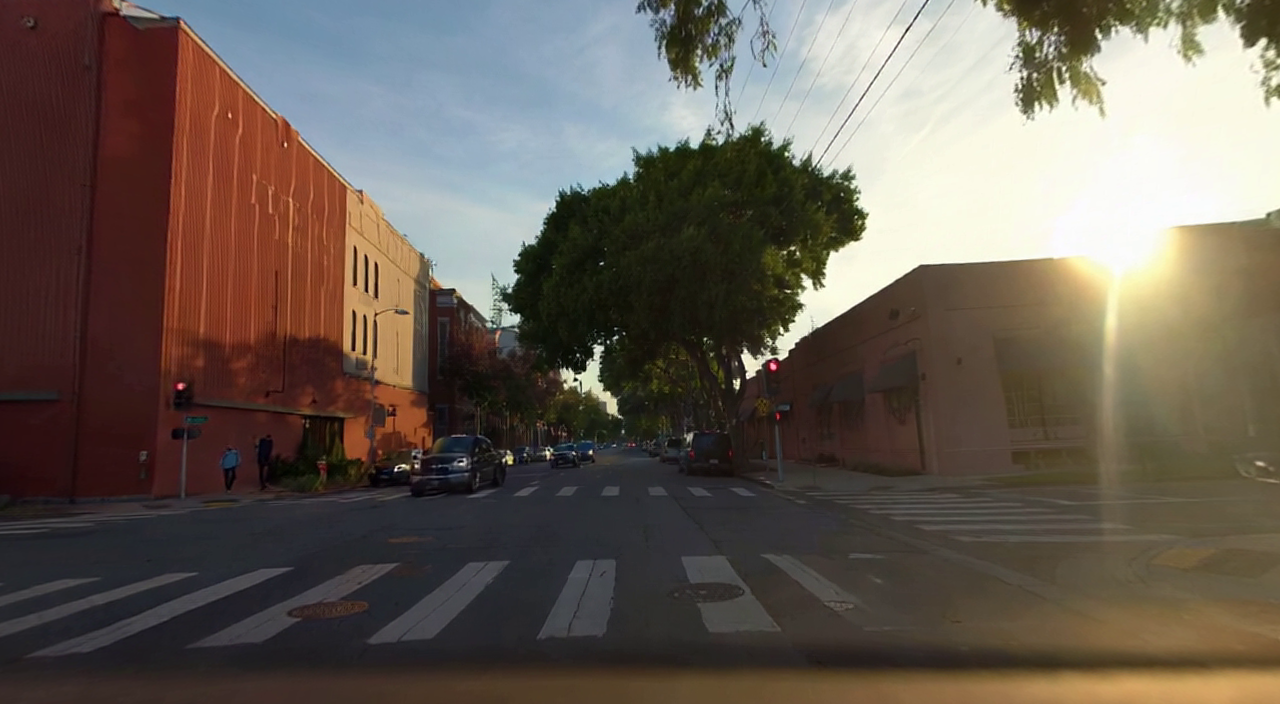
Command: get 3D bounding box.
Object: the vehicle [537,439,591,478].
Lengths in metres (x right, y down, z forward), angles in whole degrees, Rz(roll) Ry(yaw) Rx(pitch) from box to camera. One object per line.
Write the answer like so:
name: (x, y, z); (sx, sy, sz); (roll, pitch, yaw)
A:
vehicle: (-3.280, 4.688, 27.981); (2.033, 1.596, 4.142); (0, -8, -2)

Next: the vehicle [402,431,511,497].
vehicle: (-5.819, 3.601, 20.774); (2.242, 1.887, 4.924); (0, -8, -2)

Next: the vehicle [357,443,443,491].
vehicle: (-9.948, 4.760, 26.561); (2.216, 1.804, 4.526); (1, -8, -5)

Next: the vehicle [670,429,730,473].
vehicle: (3.100, 5.312, 34.021); (2.557, 2.188, 5.164); (0, -8, -2)
